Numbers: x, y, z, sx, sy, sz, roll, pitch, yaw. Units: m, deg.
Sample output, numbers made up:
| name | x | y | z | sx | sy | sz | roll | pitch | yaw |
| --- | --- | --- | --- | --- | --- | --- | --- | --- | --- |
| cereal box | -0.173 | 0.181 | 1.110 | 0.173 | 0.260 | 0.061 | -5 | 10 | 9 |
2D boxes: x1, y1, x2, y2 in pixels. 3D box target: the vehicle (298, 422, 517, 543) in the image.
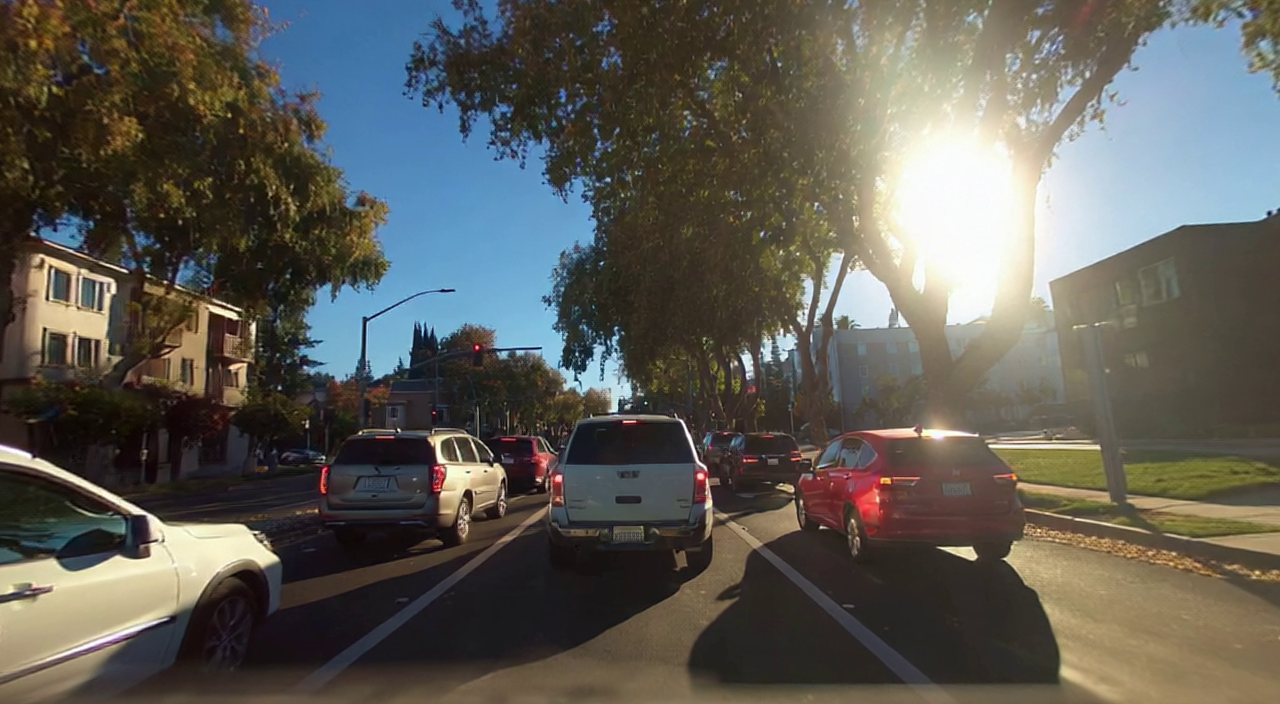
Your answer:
| name | x | y | z | sx | sy | sz | roll | pitch | yaw |
| --- | --- | --- | --- | --- | --- | --- | --- | --- | --- |
| vehicle | -3.641 | 2.121 | 10.911 | 2.042 | 1.641 | 4.314 | 0 | -8 | 1 |

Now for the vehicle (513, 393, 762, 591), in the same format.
| name | x | y | z | sx | sy | sz | roll | pitch | yaw |
| --- | --- | --- | --- | --- | --- | --- | --- | --- | --- |
| vehicle | 0.006 | 1.540 | 7.677 | 2.193 | 1.744 | 4.033 | 0 | -8 | 1 |

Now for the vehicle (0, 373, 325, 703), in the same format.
| name | x | y | z | sx | sy | sz | roll | pitch | yaw |
| --- | --- | --- | --- | --- | --- | --- | --- | --- | --- |
| vehicle | -3.776 | 0.999 | 3.309 | 1.929 | 1.641 | 4.193 | 0 | -8 | 2 |

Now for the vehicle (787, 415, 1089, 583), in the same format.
| name | x | y | z | sx | sy | sz | roll | pitch | yaw |
| --- | --- | --- | --- | --- | --- | --- | --- | --- | --- |
| vehicle | 3.271 | 1.671 | 7.883 | 1.922 | 1.579 | 3.642 | 0 | -8 | -1 |
